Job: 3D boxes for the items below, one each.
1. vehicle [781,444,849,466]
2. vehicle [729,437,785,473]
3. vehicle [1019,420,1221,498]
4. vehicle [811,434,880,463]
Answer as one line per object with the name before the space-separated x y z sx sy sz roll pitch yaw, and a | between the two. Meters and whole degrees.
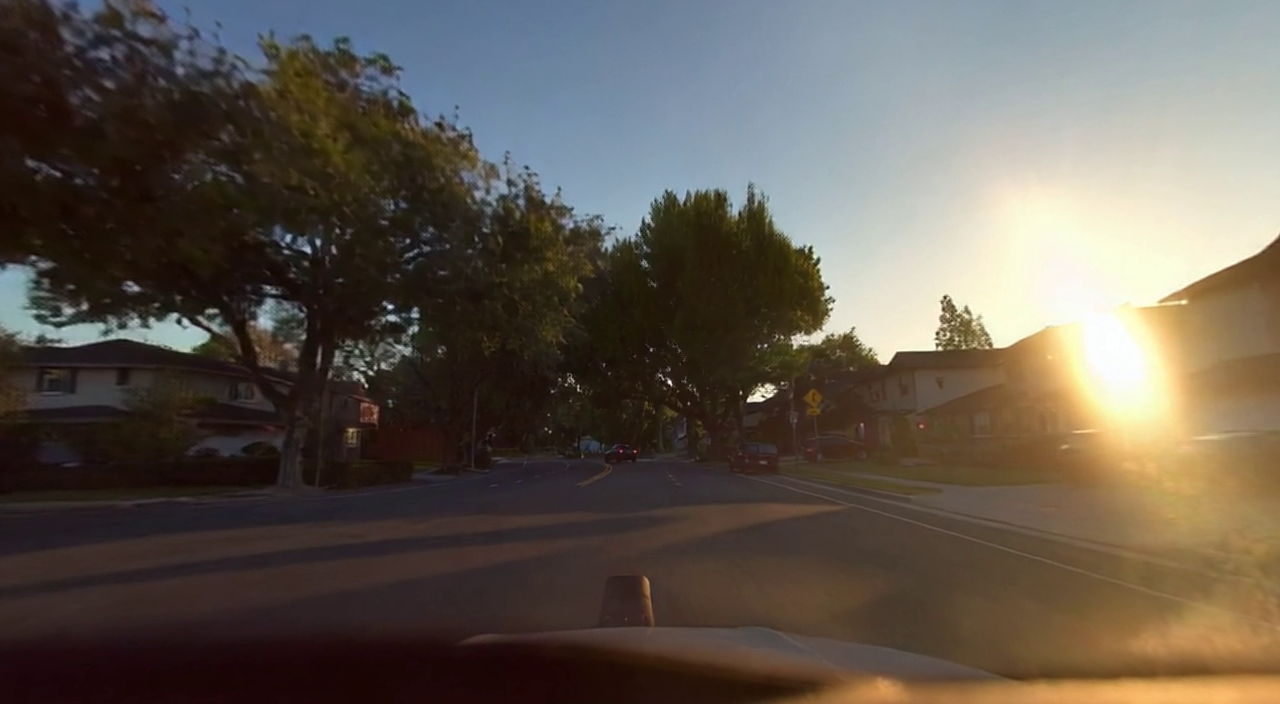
vehicle | 12.631 7.448 45.538 4.508 1.462 1.721 4 -10 -16
vehicle | 6.915 6.168 38.154 2.348 1.986 6.289 0 -8 1
vehicle | 14.512 3.106 19.081 5.277 1.749 2.335 -1 -3 -21
vehicle | 15.913 7.484 49.198 2.205 1.995 5.543 -1 -7 -16
